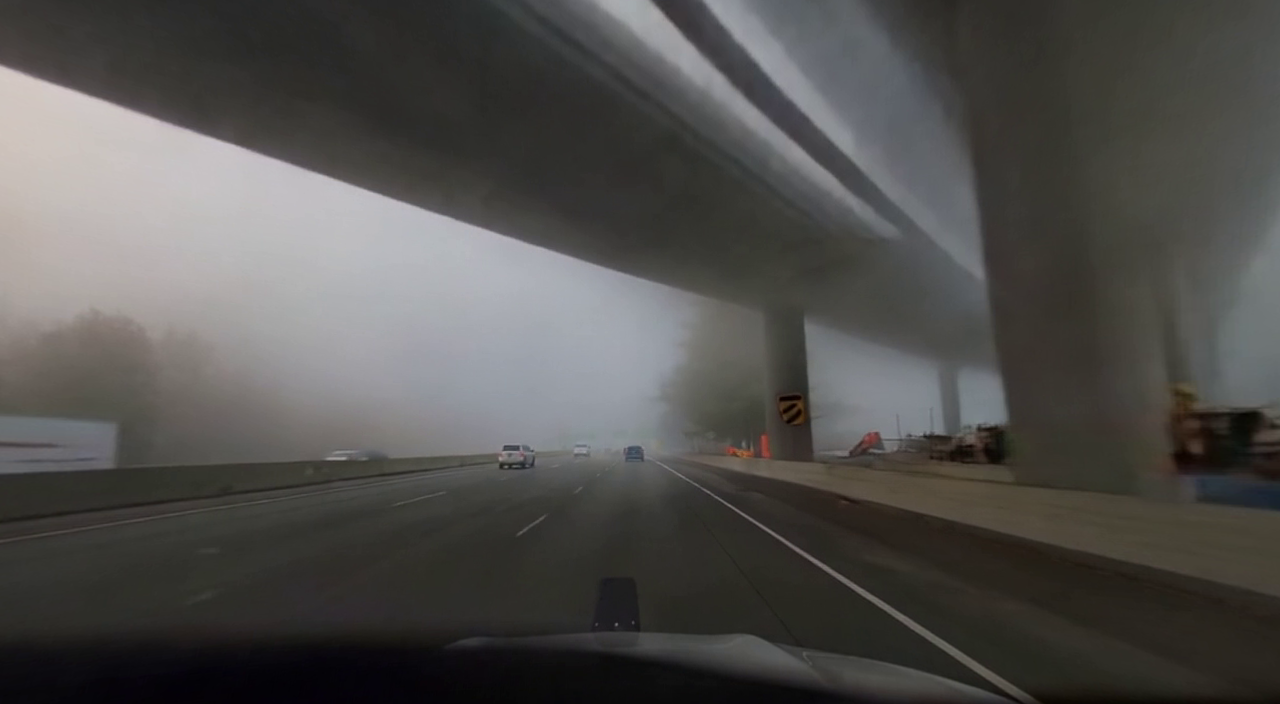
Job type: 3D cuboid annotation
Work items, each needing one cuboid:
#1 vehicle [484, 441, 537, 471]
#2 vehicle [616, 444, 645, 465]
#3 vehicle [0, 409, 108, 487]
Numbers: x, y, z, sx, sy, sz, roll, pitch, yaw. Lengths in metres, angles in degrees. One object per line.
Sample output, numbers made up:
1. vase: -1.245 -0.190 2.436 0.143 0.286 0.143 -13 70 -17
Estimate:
1. vehicle: -7.292 5.908 36.040 2.128 1.604 4.279 0 -8 0
2. vehicle: -0.673 7.465 46.126 2.051 1.459 4.092 0 -8 -1
3. vehicle: -28.853 3.922 25.860 2.805 3.309 13.063 0 -8 0
